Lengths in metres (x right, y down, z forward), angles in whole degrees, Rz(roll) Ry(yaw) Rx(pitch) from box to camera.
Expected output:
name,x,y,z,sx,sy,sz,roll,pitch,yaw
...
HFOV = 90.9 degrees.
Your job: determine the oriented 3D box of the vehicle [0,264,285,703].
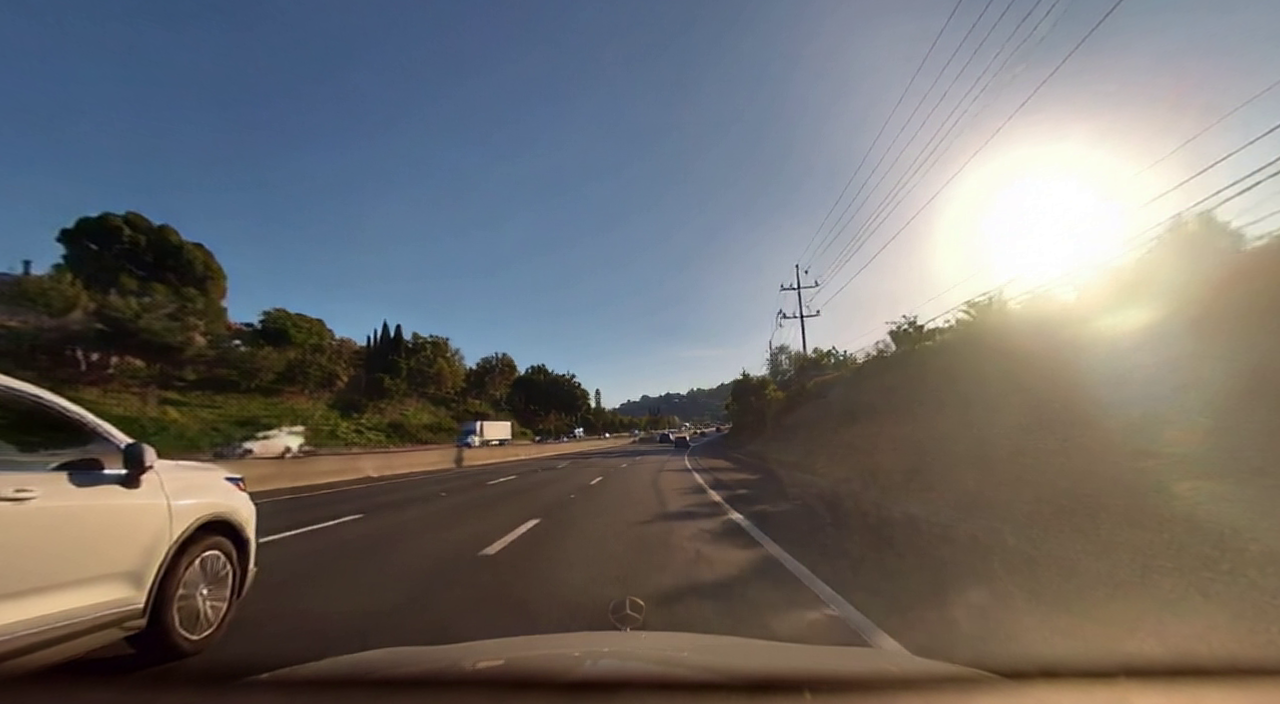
name,x,y,z,sx,sy,sz,roll,pitch,yaw
vehicle,-3.484,0.561,1.646,2.136,1.975,5.037,0,-8,0
